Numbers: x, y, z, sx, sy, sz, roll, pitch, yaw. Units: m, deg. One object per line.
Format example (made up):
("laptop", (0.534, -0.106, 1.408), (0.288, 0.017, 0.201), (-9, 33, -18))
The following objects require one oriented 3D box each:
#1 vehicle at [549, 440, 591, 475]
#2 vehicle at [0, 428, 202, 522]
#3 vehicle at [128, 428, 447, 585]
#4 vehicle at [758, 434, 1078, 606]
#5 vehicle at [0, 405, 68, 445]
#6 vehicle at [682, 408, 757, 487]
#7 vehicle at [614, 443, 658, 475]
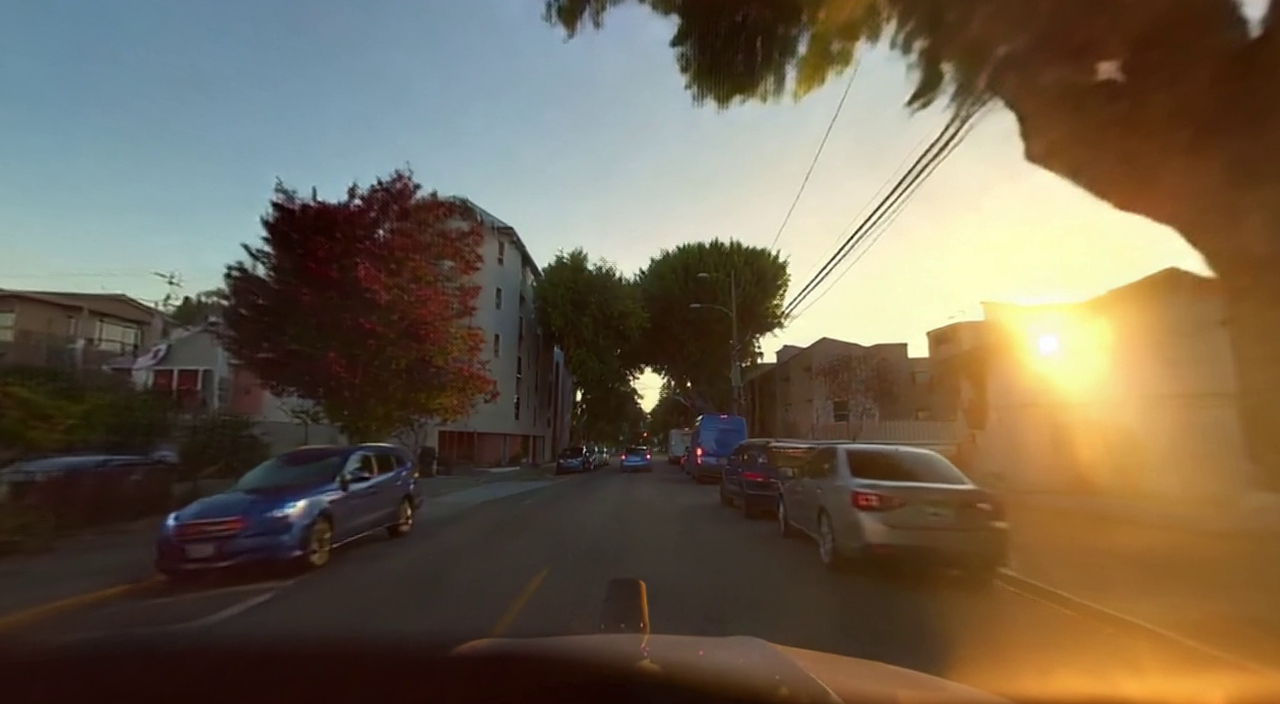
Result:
("vehicle", (-4.096, 6.208, 37.234), (1.951, 1.662, 4.046), (0, -4, 1))
("vehicle", (-11.102, 2.274, 12.164), (1.795, 1.513, 4.442), (-1, -8, 5))
("vehicle", (-4.674, 2.019, 9.418), (2.090, 1.497, 4.639), (1, -4, 0))
("vehicle", (2.803, 1.744, 7.514), (1.906, 1.471, 3.941), (0, -8, -2))
("vehicle", (-39.454, 4.822, 40.945), (2.275, 2.455, 5.093), (5, -10, -32))
("vehicle", (3.101, 3.892, 25.921), (2.245, 2.843, 5.762), (0, -8, -1))
("vehicle", (-0.216, 5.421, 32.100), (2.095, 1.510, 3.605), (0, -8, 0))
